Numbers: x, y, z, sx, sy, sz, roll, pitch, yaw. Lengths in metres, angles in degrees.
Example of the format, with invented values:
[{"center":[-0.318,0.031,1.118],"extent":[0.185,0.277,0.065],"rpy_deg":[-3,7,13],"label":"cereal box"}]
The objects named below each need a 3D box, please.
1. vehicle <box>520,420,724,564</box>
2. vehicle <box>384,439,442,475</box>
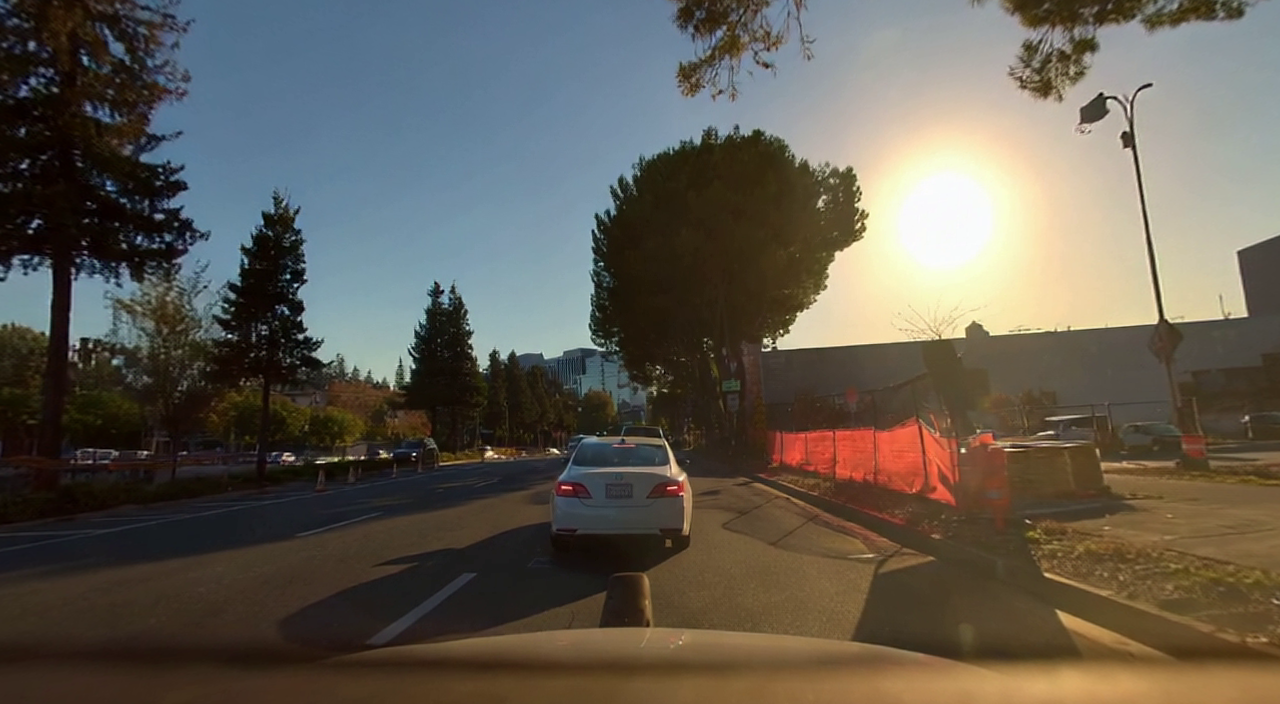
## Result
[{"center":[-0.188,1.765,8.661],"extent":[2.112,1.482,4.076],"rpy_deg":[0,-8,0],"label":"vehicle"},{"center":[-10.366,4.702,28.566],"extent":[2.072,1.465,4.394],"rpy_deg":[4,-9,-24],"label":"vehicle"}]
